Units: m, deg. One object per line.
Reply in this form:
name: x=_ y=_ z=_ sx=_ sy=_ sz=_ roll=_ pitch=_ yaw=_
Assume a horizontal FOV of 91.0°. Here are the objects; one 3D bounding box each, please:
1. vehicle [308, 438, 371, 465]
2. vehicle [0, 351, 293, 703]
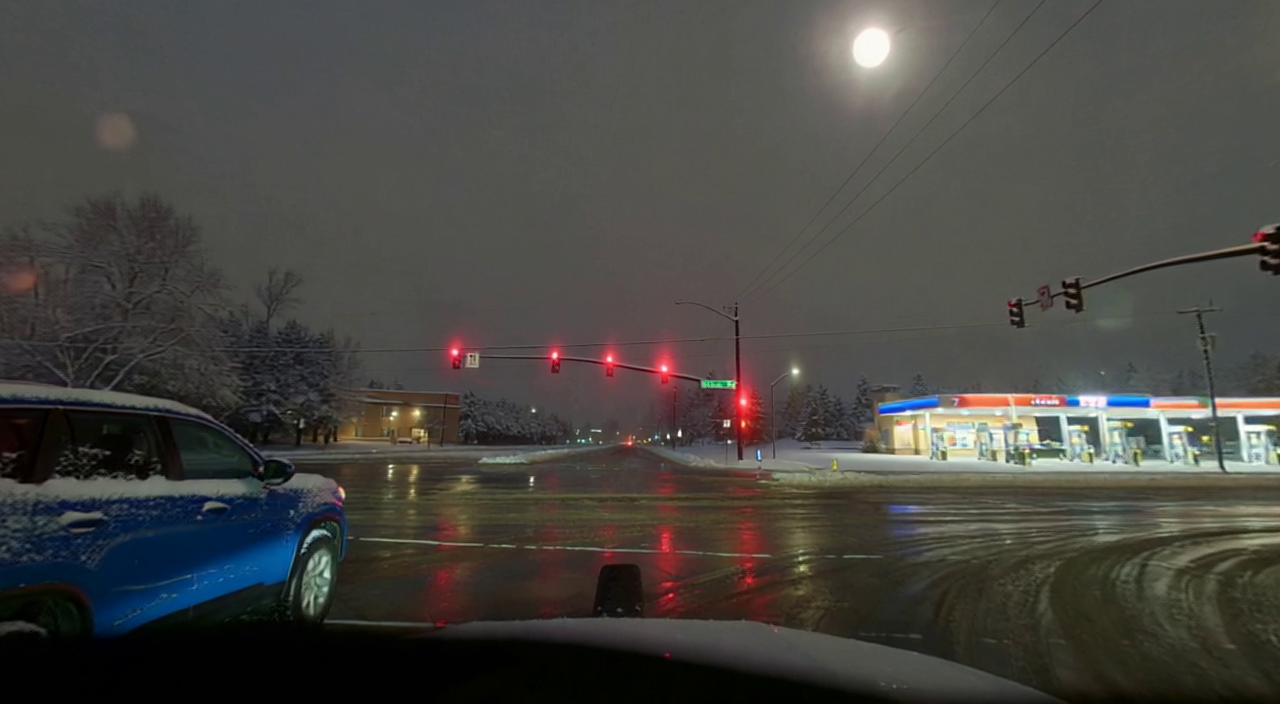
vehicle: x=-20.496 y=6.807 z=43.177 sx=2.004 sy=1.699 sz=4.486 roll=0 pitch=-9 yaw=0
vehicle: x=-3.440 y=0.806 z=2.061 sx=2.053 sy=1.690 sz=4.364 roll=0 pitch=-9 yaw=1
